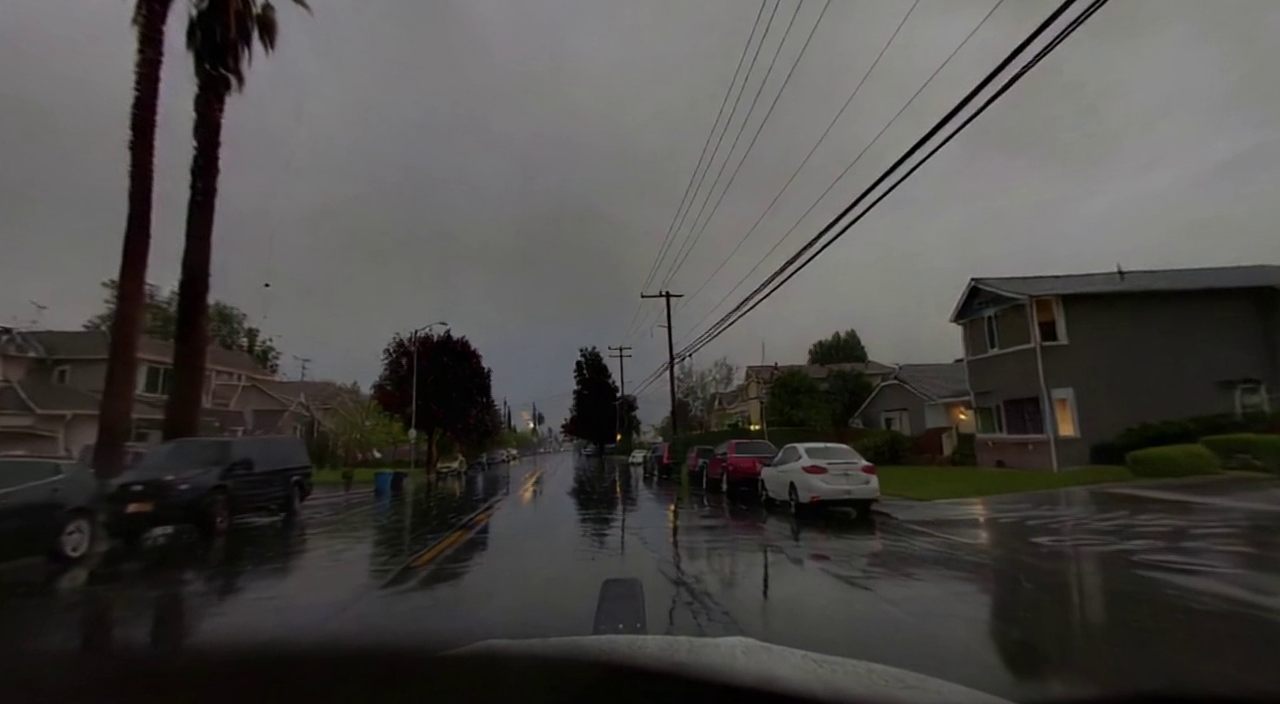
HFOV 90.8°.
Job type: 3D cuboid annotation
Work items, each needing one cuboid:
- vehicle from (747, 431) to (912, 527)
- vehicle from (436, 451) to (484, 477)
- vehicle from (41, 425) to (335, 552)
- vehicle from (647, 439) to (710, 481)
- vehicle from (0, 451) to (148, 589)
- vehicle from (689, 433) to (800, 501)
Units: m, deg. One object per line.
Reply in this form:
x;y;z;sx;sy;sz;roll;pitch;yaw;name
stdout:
3.747;2.579;13.456;1.894;1.675;4.294;0;-8;-4;vehicle
-11.201;6.973;39.697;2.013;1.483;4.645;0;-8;-5;vehicle
-8.480;2.557;12.857;2.300;1.943;5.744;1;-8;-7;vehicle
1.709;5.116;30.359;2.115;1.826;4.871;1;-9;-7;vehicle
-7.942;1.885;7.136;1.801;1.477;4.239;1;-9;-8;vehicle
2.970;3.408;19.194;1.922;1.761;4.633;1;-9;-9;vehicle
